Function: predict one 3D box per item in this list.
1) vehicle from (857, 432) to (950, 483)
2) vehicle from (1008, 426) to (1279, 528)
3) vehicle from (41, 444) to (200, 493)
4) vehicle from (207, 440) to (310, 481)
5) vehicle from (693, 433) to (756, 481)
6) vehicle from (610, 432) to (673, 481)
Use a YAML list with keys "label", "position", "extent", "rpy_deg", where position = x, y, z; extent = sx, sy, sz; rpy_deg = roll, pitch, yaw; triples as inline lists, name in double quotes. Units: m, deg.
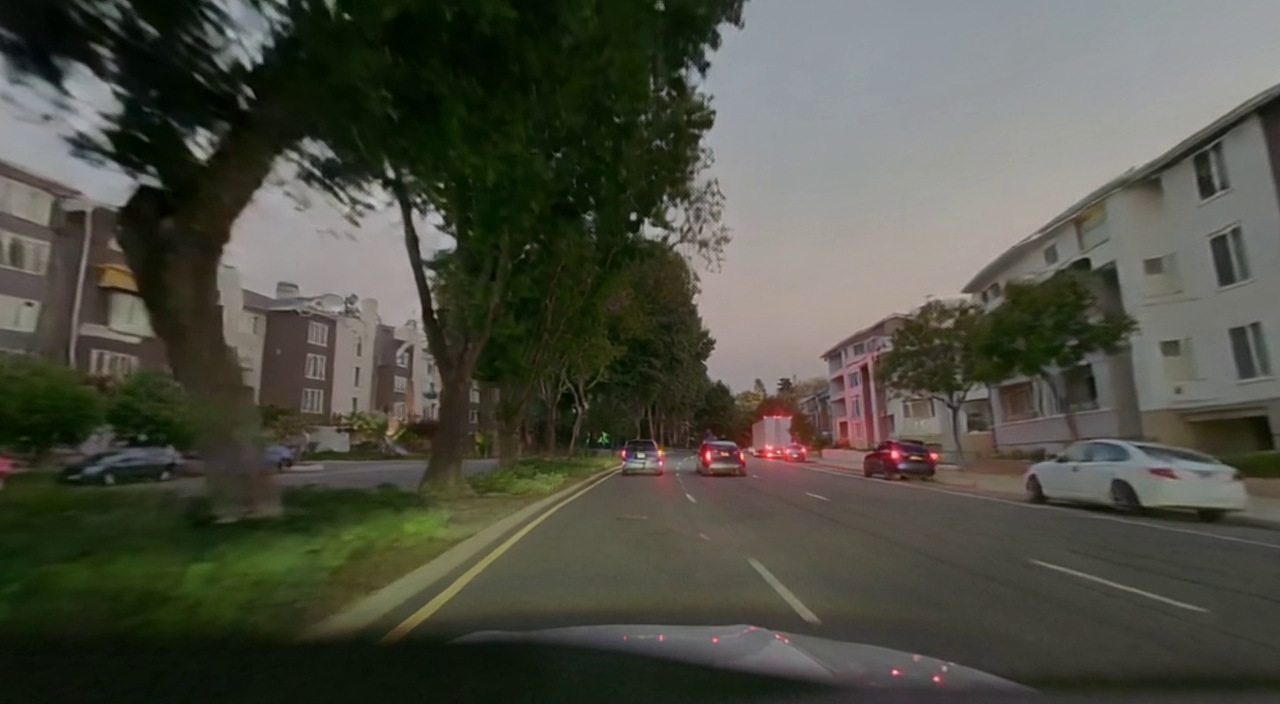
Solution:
- label: "vehicle"
  position: [10.575, 4.273, 25.777]
  extent: [1.938, 1.860, 4.690]
  rpy_deg: [0, -9, 3]
- label: "vehicle"
  position: [10.306, 2.510, 13.419]
  extent: [2.080, 1.744, 4.889]
  rpy_deg: [0, -8, 1]
- label: "vehicle"
  position: [-18.975, 4.302, 23.436]
  extent: [2.023, 1.561, 4.497]
  rpy_deg: [-2, -10, 1]
- label: "vehicle"
  position: [-18.450, 5.229, 30.887]
  extent: [2.175, 1.819, 4.703]
  rpy_deg: [0, -8, -2]
- label: "vehicle"
  position: [3.429, 4.354, 26.468]
  extent: [2.033, 1.823, 4.409]
  rpy_deg: [0, -9, 0]
- label: "vehicle"
  position: [0.136, 4.330, 26.368]
  extent: [2.345, 1.841, 5.032]
  rpy_deg: [0, -9, 2]
